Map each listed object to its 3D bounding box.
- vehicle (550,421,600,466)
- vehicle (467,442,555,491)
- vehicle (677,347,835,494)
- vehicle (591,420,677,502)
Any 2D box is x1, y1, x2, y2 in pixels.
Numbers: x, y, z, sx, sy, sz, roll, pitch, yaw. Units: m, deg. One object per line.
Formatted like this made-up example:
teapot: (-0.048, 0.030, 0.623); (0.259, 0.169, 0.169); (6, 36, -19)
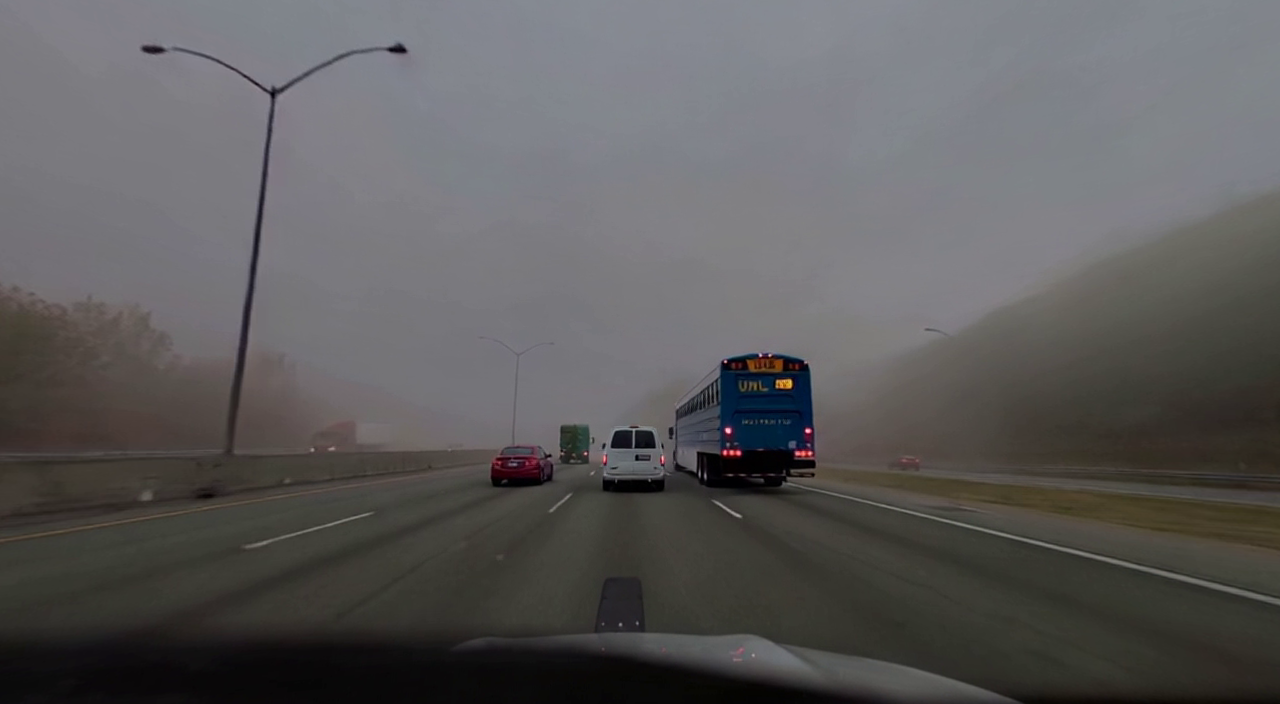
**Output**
vehicle: (-4.545, 6.660, 45.811); (2.947, 3.009, 7.991); (0, -9, -2)
vehicle: (-4.117, 3.727, 20.899); (2.039, 1.453, 4.197); (0, -9, 0)
vehicle: (3.613, 2.861, 24.246); (3.006, 4.101, 13.245); (0, -9, -2)
vehicle: (-0.245, 2.916, 17.250); (2.037, 1.929, 4.343); (0, -9, -3)
